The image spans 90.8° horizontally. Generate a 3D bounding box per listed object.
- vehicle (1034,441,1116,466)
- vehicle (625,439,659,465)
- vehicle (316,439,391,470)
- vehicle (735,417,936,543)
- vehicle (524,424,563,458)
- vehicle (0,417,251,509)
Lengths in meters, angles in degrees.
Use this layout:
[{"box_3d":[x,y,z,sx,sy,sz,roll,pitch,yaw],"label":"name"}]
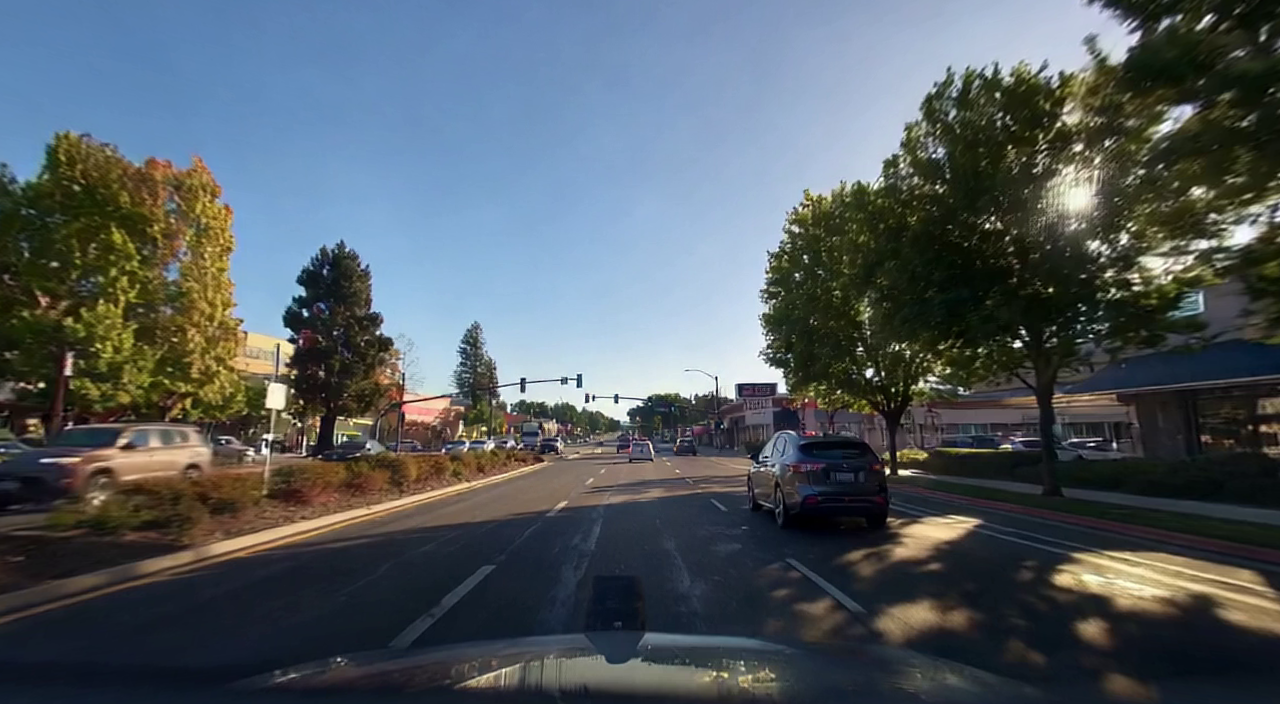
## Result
[{"box_3d":[27.955,6.531,40.781,1.802,1.469,4.578,0,-9,-3],"label":"vehicle"},{"box_3d":[0.071,6.206,39.418,2.023,1.532,3.891,0,-8,-1],"label":"vehicle"},{"box_3d":[-15.136,5.431,33.678,1.849,1.477,4.513,0,-9,0],"label":"vehicle"},{"box_3d":[2.986,2.063,10.821,1.969,1.682,4.387,0,-8,-1],"label":"vehicle"},{"box_3d":[-7.569,7.079,49.985,2.334,2.525,5.893,0,-8,-2],"label":"vehicle"},{"box_3d":[-11.638,2.498,14.637,2.142,1.738,4.893,0,-8,-1],"label":"vehicle"}]
